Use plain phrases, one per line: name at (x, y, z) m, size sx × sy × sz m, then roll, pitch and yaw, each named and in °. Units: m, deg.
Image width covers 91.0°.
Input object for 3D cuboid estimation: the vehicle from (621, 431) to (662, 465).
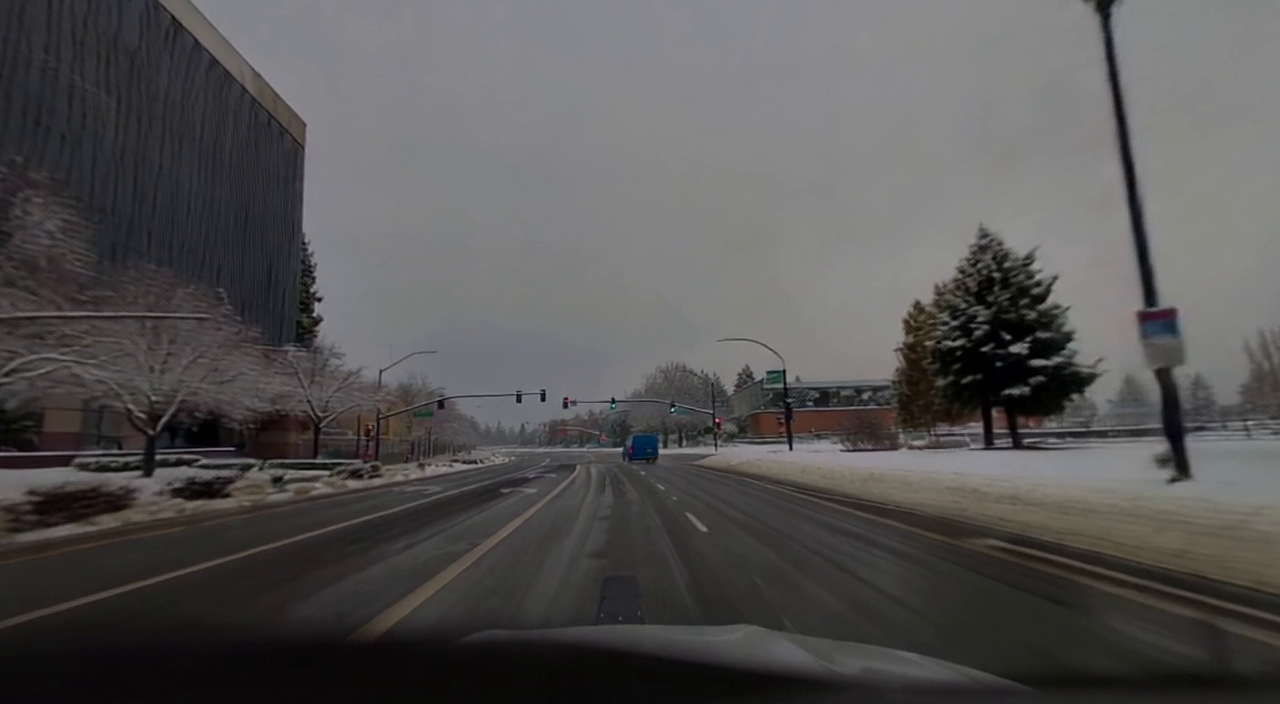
vehicle at (0.045, 6.798, 44.681) m, size 2.339 × 2.244 × 4.817 m, roll 1°, pitch -8°, yaw -7°
